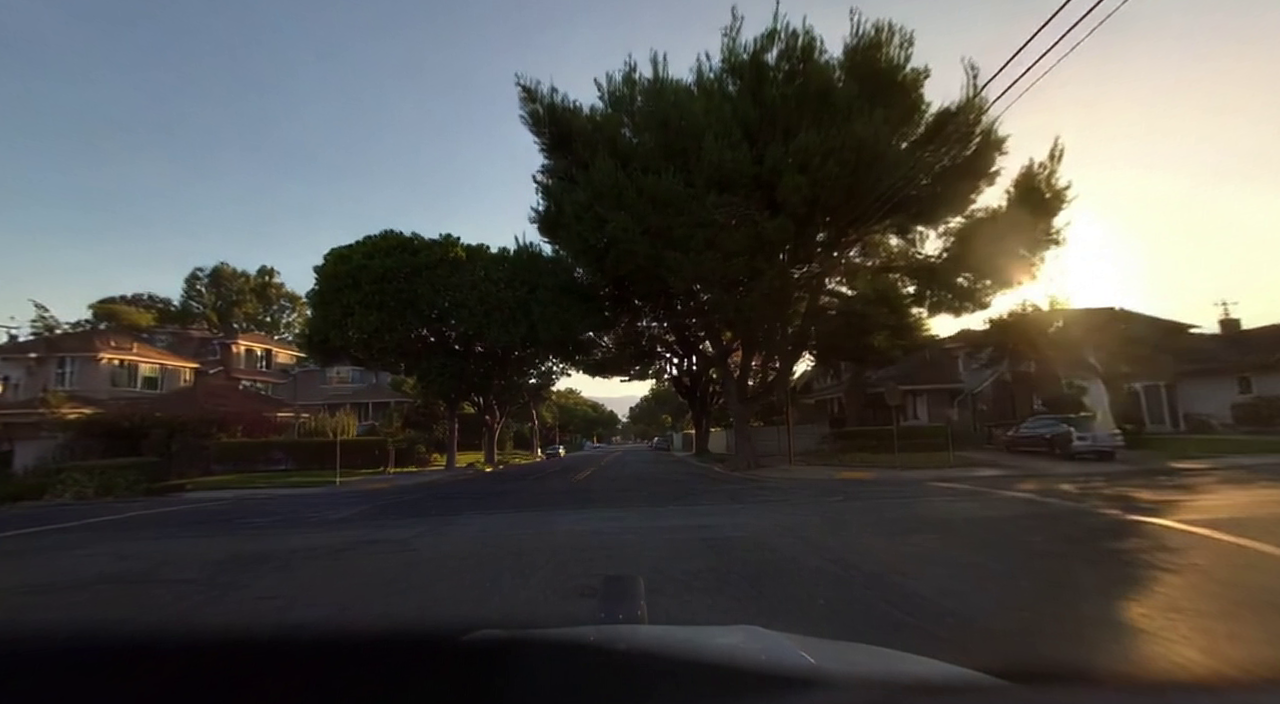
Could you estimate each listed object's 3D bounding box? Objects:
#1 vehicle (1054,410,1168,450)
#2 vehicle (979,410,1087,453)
[{"bbox_3d":[19.119,3.248,25.818,1.803,1.504,4.324,-1,-8,8],"label":"vehicle"},{"bbox_3d":[16.356,3.392,26.535,1.829,1.667,4.437,-1,-8,3],"label":"vehicle"}]
